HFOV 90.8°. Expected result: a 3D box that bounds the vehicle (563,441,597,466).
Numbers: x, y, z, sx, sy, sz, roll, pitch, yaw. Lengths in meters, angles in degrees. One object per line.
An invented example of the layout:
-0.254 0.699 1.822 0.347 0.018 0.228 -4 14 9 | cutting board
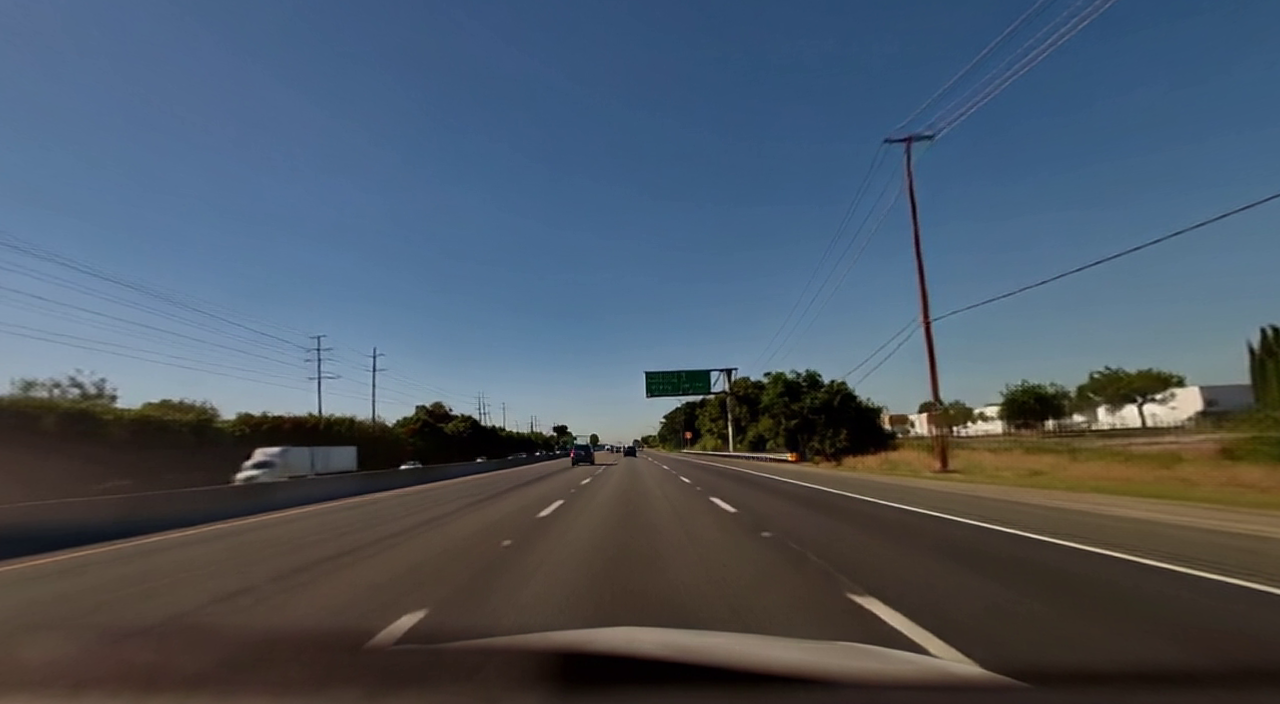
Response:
-4.602 7.865 49.222 2.130 1.823 4.761 0 -8 0 | vehicle
